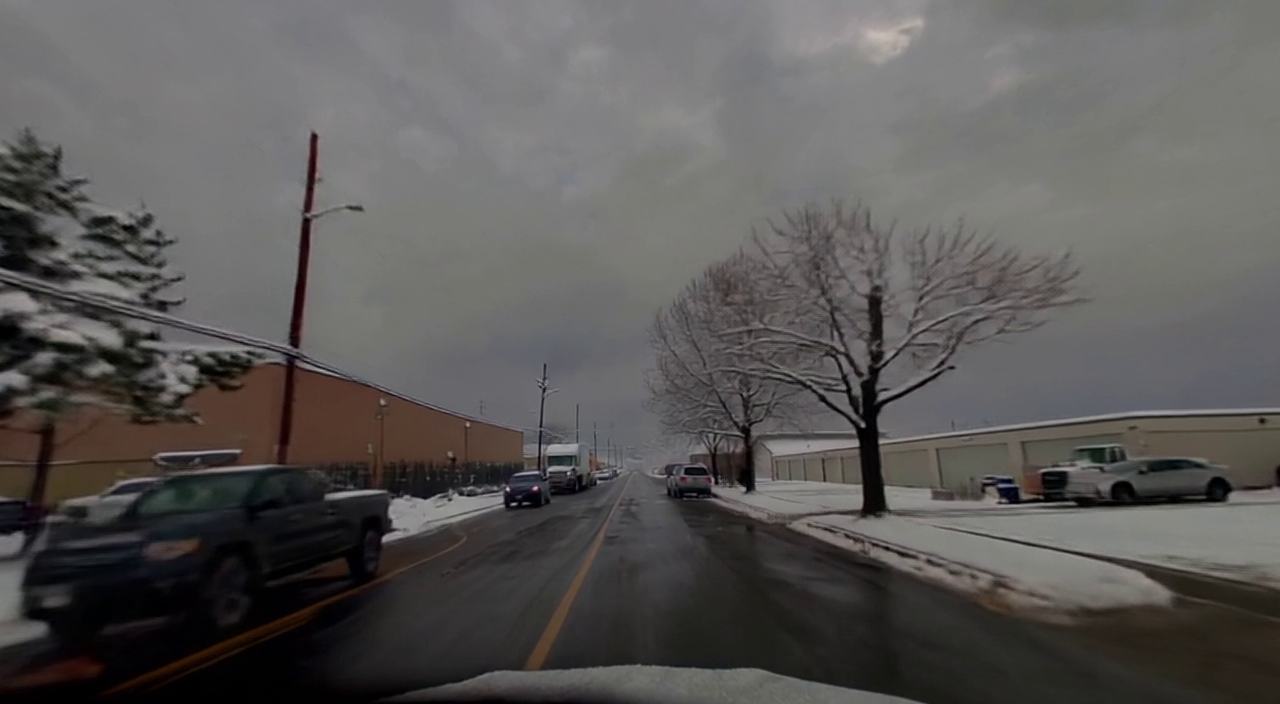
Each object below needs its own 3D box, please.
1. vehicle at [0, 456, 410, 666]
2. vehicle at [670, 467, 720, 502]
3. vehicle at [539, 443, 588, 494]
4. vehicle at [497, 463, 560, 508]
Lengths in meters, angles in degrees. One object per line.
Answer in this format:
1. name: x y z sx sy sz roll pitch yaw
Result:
1. vehicle: -4.483 2.024 7.286 1.927 1.580 4.556 -1 -9 0
2. vehicle: 2.390 5.912 28.287 1.819 1.446 3.909 1 -11 -1
3. vehicle: -4.396 6.905 37.214 2.242 2.726 5.581 1 -11 -1
4. vehicle: -4.413 5.347 25.443 1.835 1.625 3.674 1 -11 1
